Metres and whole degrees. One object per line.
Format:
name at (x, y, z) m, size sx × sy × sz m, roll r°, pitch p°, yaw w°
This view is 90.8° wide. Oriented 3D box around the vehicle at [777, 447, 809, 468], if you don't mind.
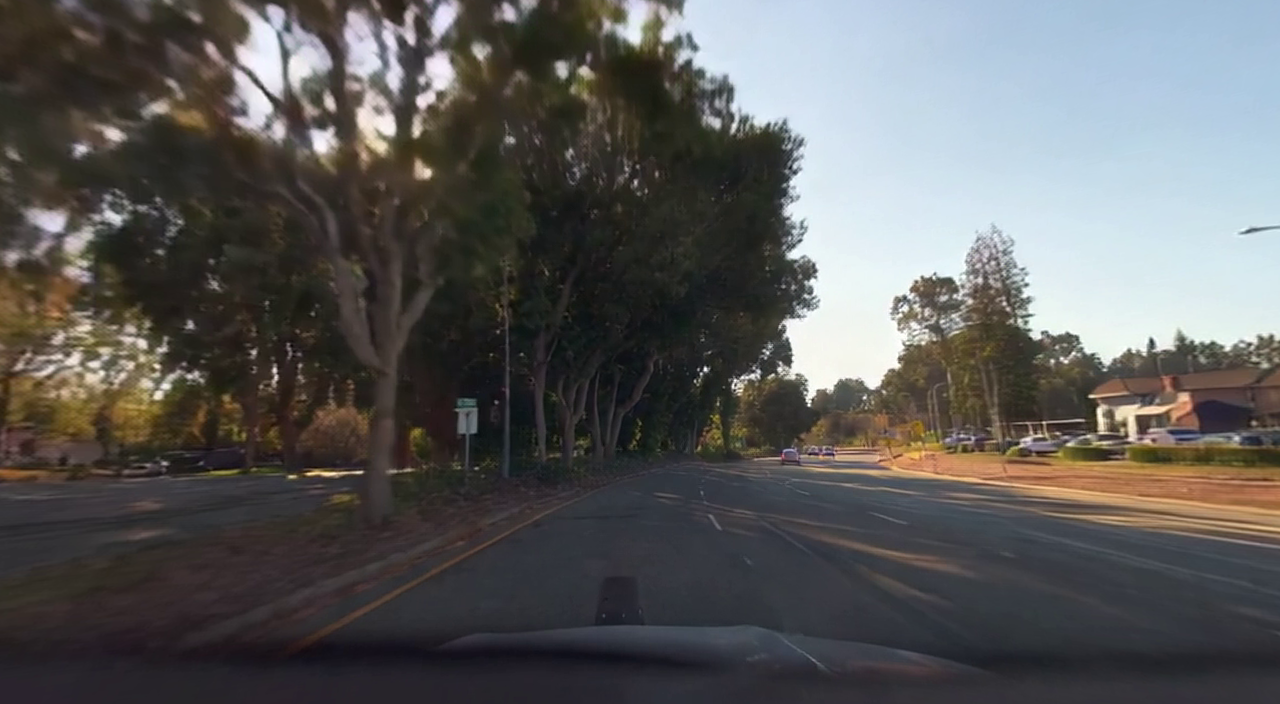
vehicle at (11.579, 7.965, 47.907) m, size 1.988 × 1.460 × 3.996 m, roll -2°, pitch -9°, yaw 9°
